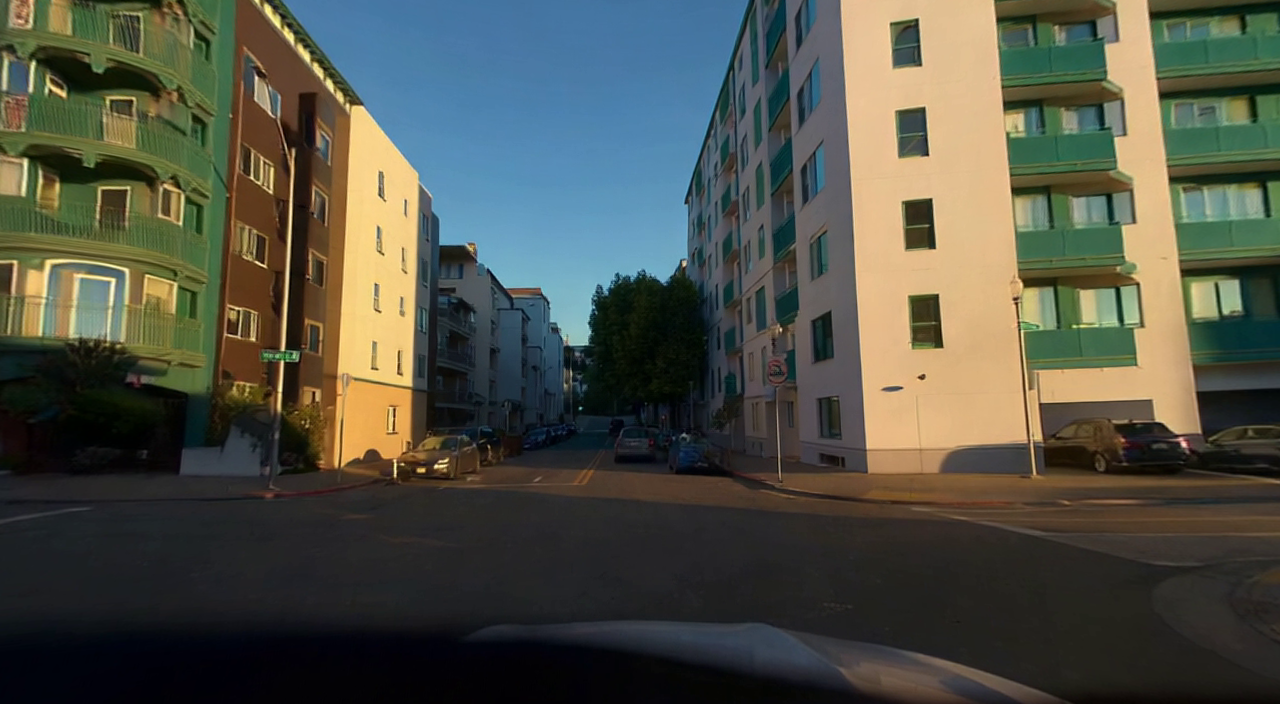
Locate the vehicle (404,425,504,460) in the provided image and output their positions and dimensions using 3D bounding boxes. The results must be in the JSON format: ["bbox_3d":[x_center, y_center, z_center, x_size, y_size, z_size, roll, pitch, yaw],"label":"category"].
[{"bbox_3d":[-11.441,5.589,38.872,5.540,1.950,2.113,4,-12,-28],"label":"vehicle"}]

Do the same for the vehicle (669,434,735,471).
[{"bbox_3d":[2.538,4.289,27.049,2.290,1.456,4.503,0,-8,-1],"label":"vehicle"}]

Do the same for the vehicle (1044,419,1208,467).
[{"bbox_3d":[15.414,2.914,20.143,3.752,1.453,1.709,0,-9,2],"label":"vehicle"}]

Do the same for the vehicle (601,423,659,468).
[{"bbox_3d":[-0.545,4.254,28.686,2.412,1.834,4.636,0,-9,-3],"label":"vehicle"}]
